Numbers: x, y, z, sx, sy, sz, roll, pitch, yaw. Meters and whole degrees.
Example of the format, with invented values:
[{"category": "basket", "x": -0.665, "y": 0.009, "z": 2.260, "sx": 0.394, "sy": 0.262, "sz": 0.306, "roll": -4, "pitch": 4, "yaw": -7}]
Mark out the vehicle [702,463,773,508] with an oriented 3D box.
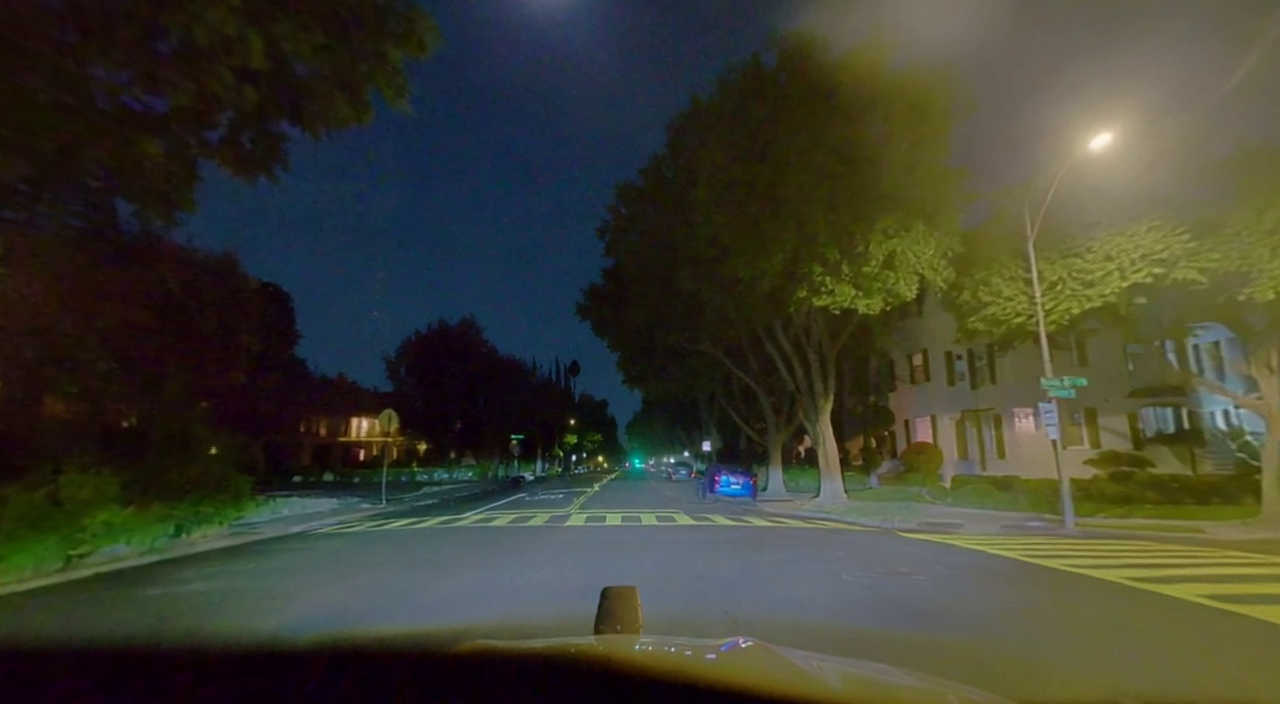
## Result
[{"category": "vehicle", "x": 3.708, "y": 5.173, "z": 24.903, "sx": 1.961, "sy": 1.472, "sz": 4.434, "roll": 0, "pitch": -9, "yaw": -2}]
